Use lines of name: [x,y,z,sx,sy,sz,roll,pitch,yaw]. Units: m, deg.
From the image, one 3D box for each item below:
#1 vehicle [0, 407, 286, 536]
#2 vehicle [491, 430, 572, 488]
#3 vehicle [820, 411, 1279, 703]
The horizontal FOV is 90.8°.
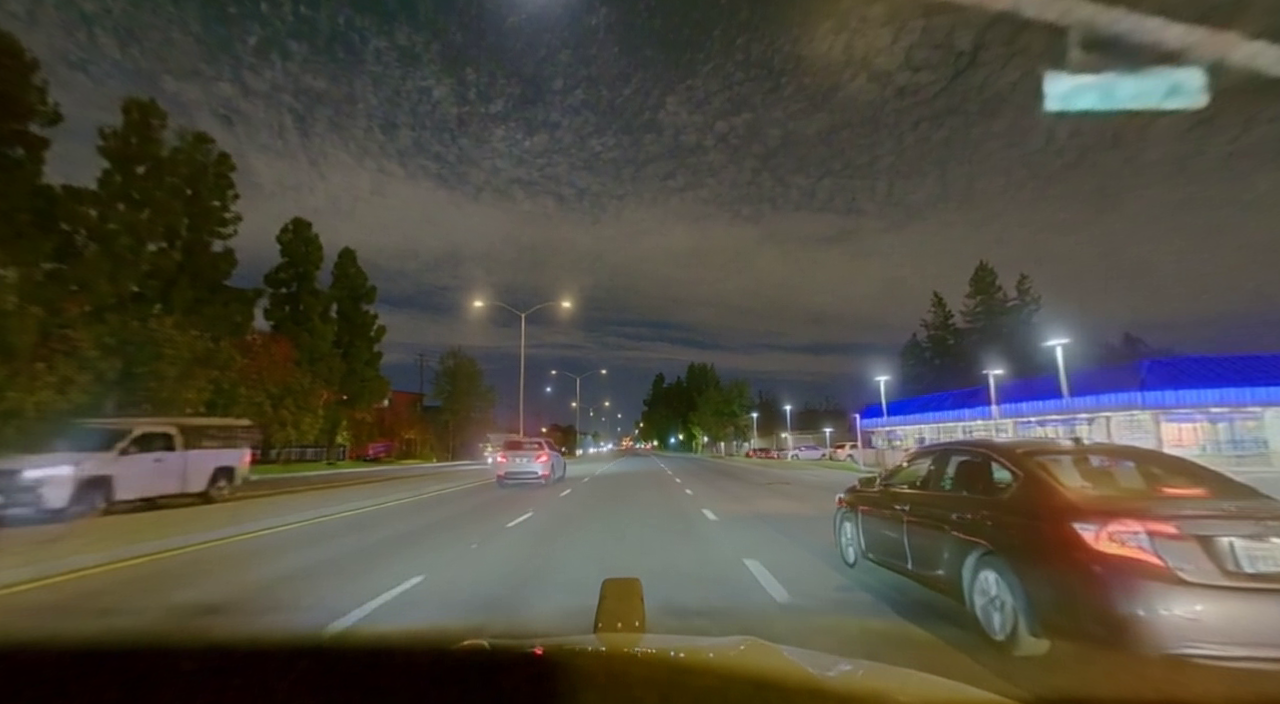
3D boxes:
vehicle: [-9.570,2.234,12.366,2.301,1.926,5.183,-2,-9,0]
vehicle: [-3.683,3.745,22.366,1.997,1.806,4.500,0,-8,1]
vehicle: [3.200,1.364,5.160,1.975,1.502,4.787,0,-8,-1]
